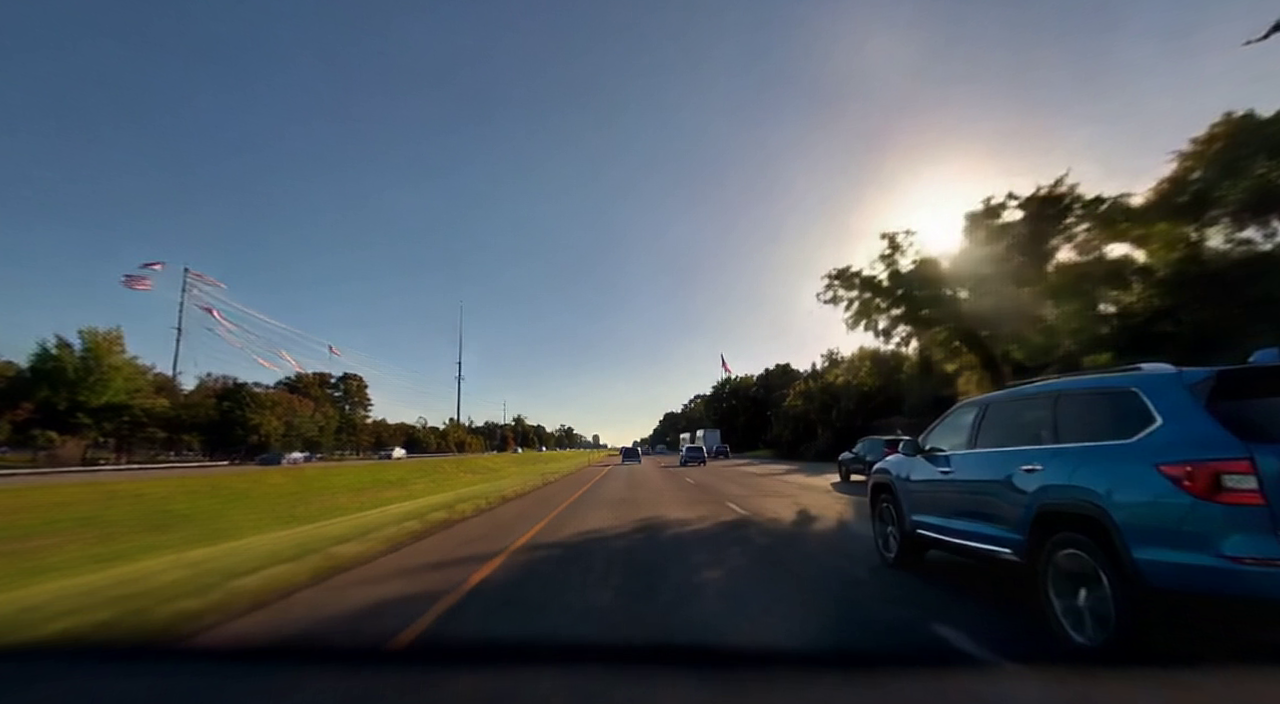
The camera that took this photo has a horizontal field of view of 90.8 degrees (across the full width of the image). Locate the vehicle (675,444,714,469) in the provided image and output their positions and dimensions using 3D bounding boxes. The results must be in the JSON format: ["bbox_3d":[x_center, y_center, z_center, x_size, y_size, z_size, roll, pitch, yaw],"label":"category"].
[{"bbox_3d":[3.370,6.567,39.927,1.978,1.488,4.252,0,-8,-2],"label":"vehicle"}]

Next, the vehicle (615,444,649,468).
[{"bbox_3d":[-0.524,6.796,41.419,2.085,1.449,3.860,0,-8,-1],"label":"vehicle"}]

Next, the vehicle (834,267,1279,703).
[{"bbox_3d":[3.762,1.034,4.987,2.461,2.013,6.075,0,-8,-1],"label":"vehicle"}]
